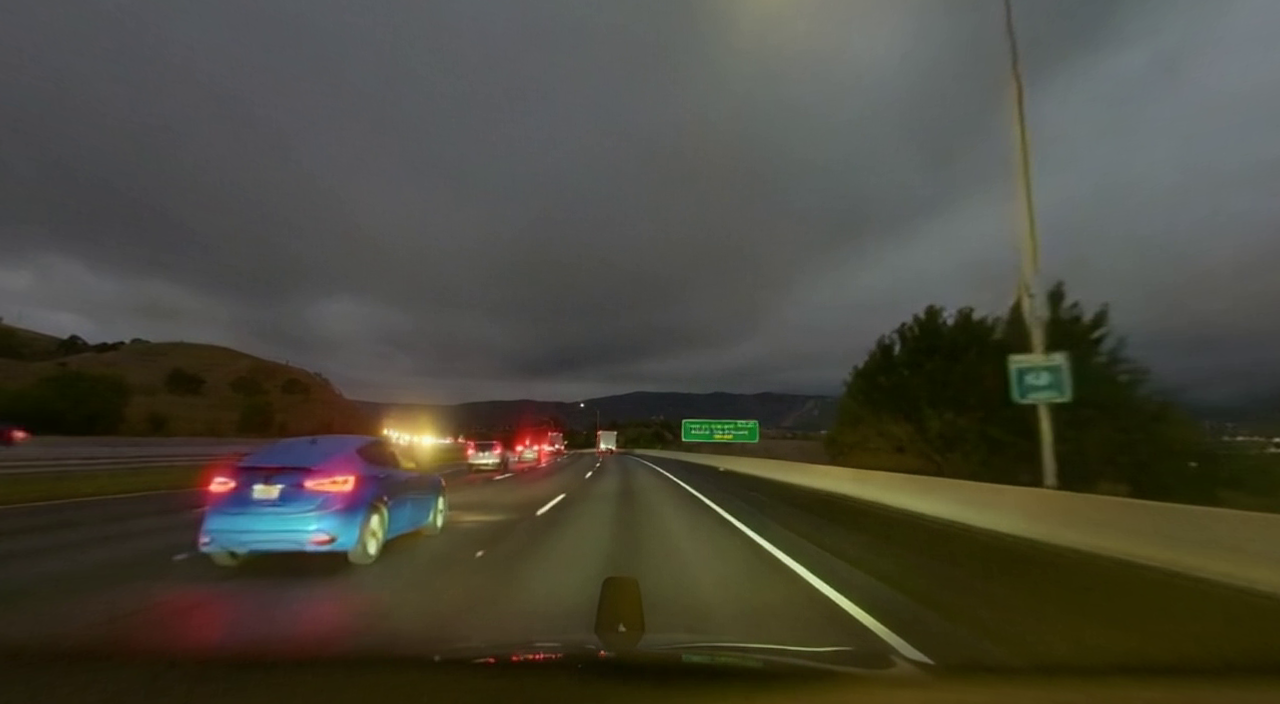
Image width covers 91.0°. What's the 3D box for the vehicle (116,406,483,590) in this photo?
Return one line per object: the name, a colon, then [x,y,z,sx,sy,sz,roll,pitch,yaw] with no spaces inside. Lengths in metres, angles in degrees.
vehicle: [-3.761,1.716,8.267,2.180,1.685,4.668,1,-9,0]
